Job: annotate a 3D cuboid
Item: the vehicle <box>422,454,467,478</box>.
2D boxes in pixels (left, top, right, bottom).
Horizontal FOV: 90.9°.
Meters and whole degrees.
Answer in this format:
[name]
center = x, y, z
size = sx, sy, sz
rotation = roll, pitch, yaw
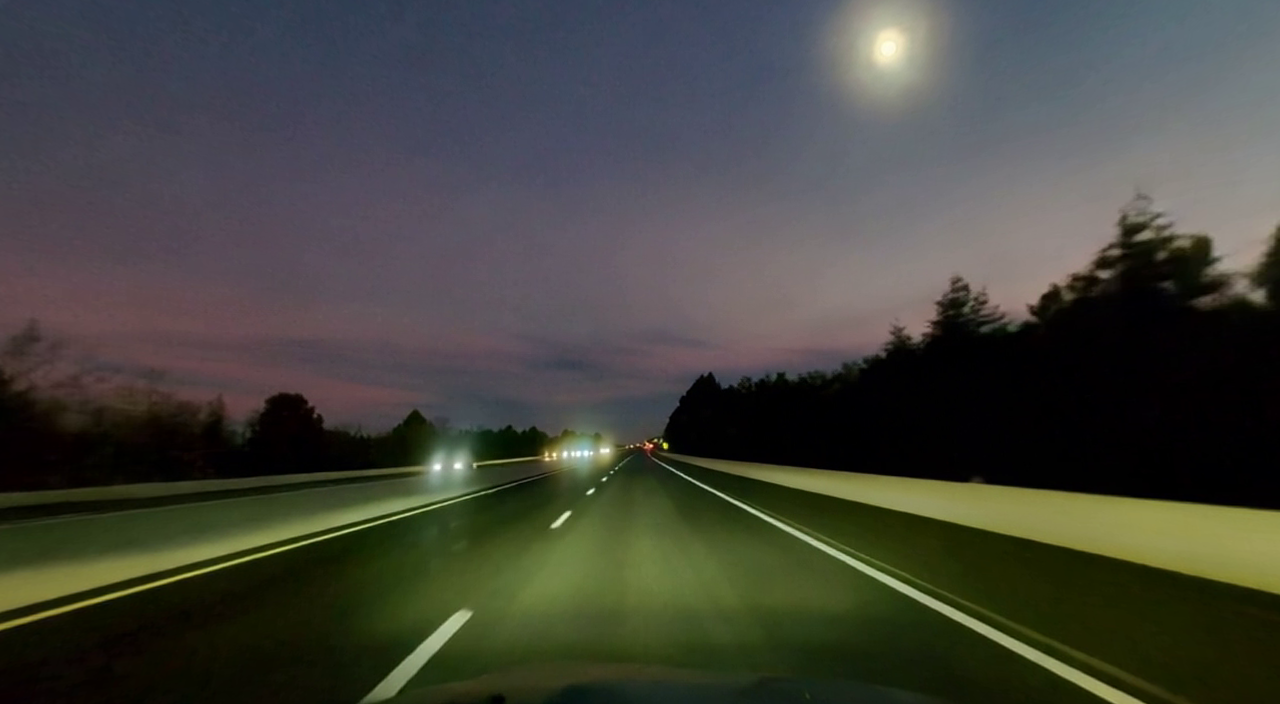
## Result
[vehicle]
center = -12.872, 7.512, 41.729
size = 1.775, 1.422, 3.753
rotation = 0, -9, -1
